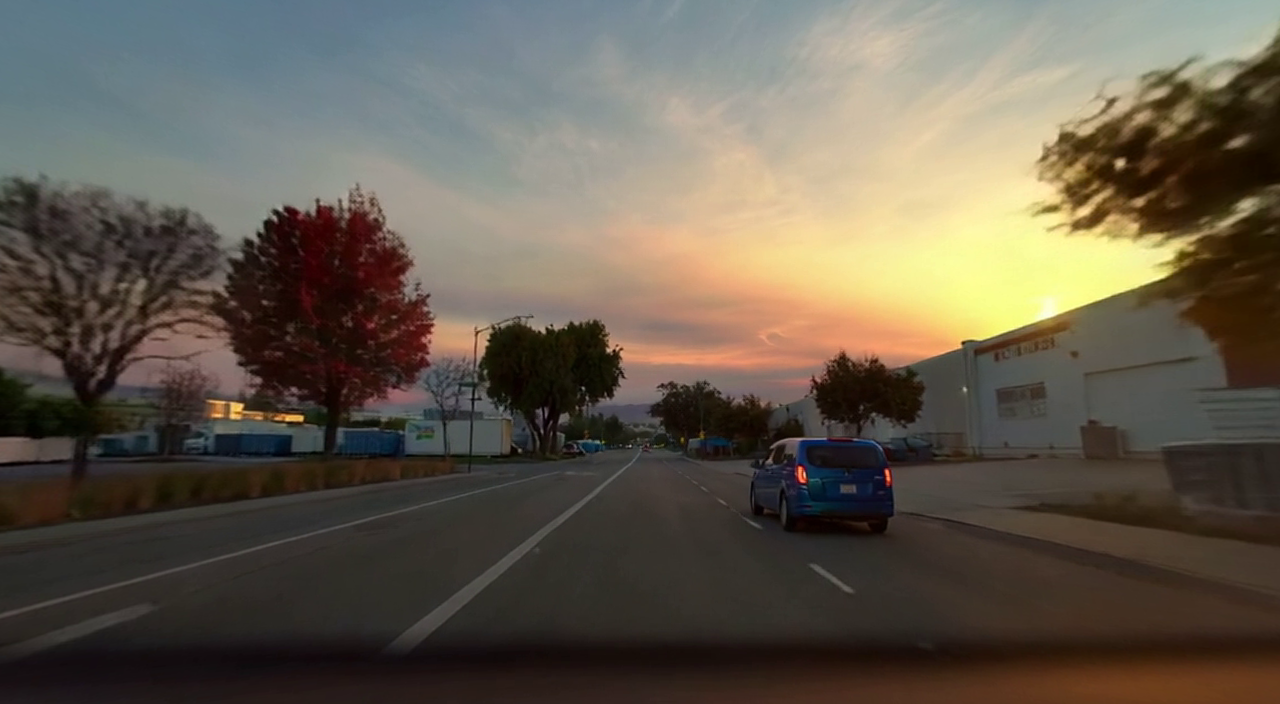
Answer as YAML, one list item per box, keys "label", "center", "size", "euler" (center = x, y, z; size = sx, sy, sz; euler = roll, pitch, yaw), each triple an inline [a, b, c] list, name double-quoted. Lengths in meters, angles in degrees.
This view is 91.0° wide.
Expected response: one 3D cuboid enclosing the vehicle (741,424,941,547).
- label: "vehicle"
  center: [3.432, 2.380, 11.989]
  size: [2.202, 1.822, 4.826]
  euler: [0, -9, 0]
